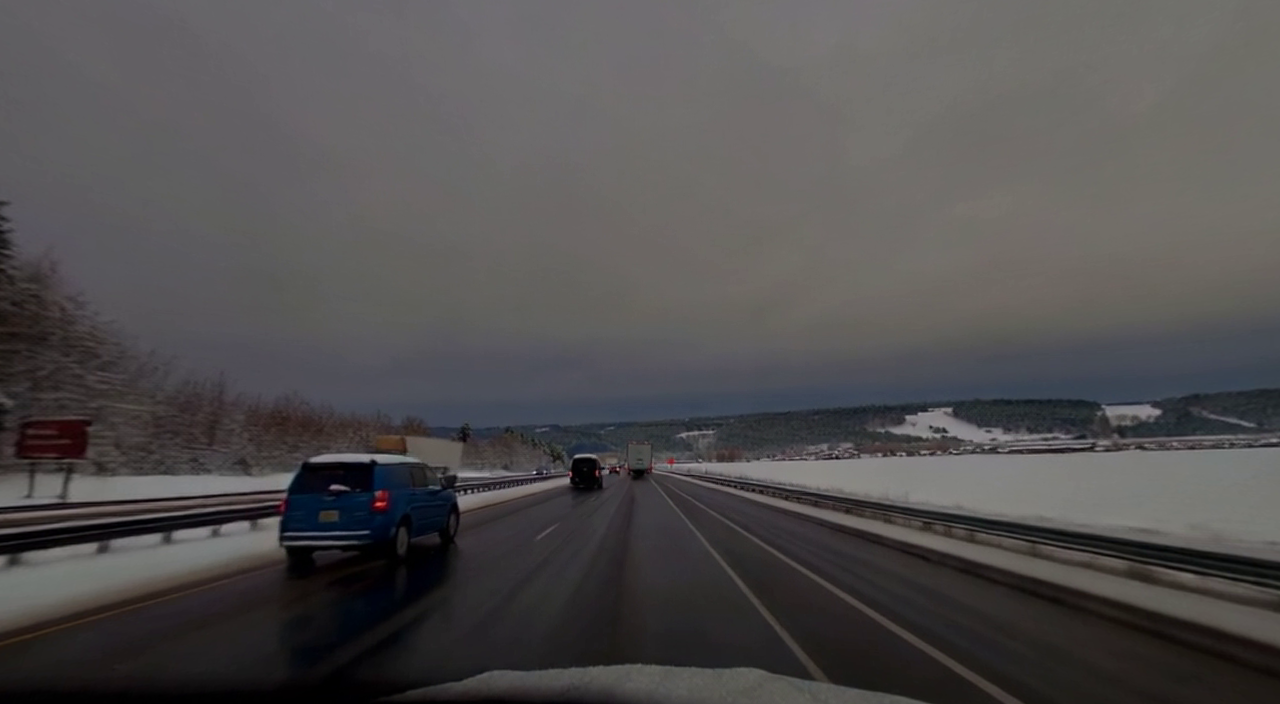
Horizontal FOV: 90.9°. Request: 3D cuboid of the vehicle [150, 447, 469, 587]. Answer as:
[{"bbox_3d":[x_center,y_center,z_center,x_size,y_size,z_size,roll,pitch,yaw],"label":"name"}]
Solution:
[{"bbox_3d":[-4.171,2.197,9.108,2.090,1.462,4.603,1,-10,0],"label":"vehicle"}]
